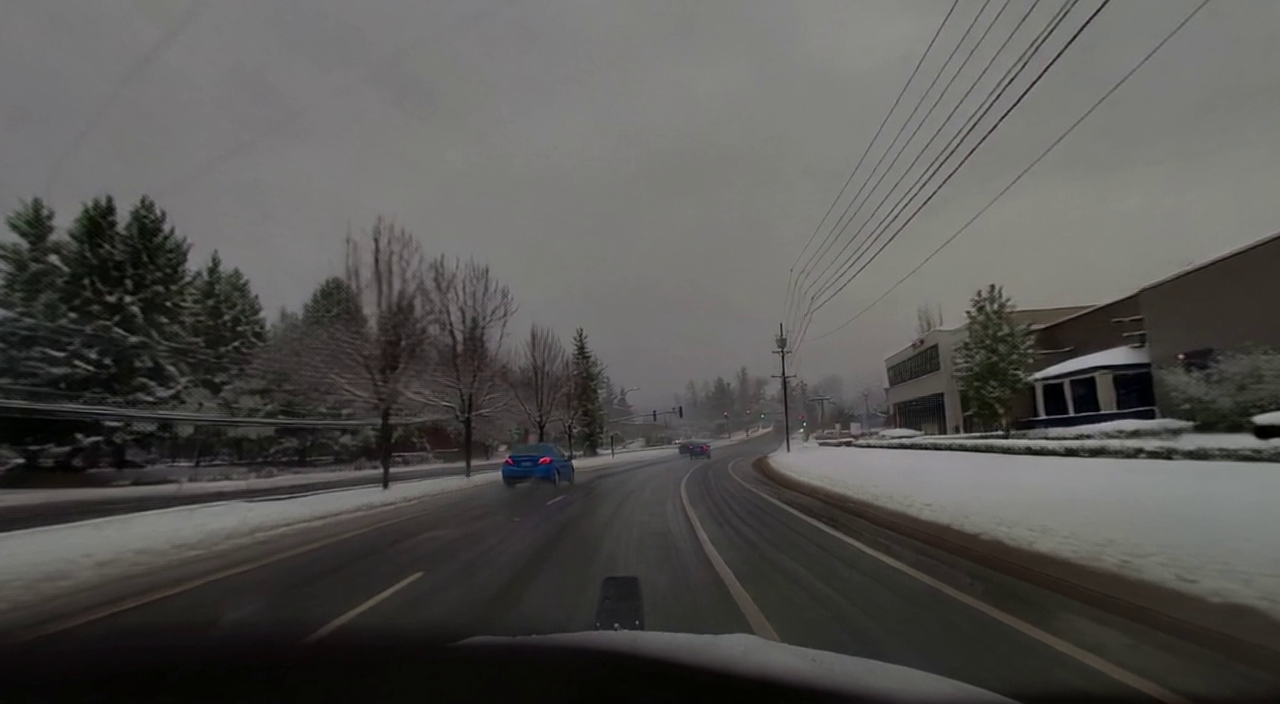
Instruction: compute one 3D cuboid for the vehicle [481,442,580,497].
[{"bbox_3d":[-3.245,3.587,19.717,1.928,1.488,4.635,-1,-8,4],"label":"vehicle"}]
